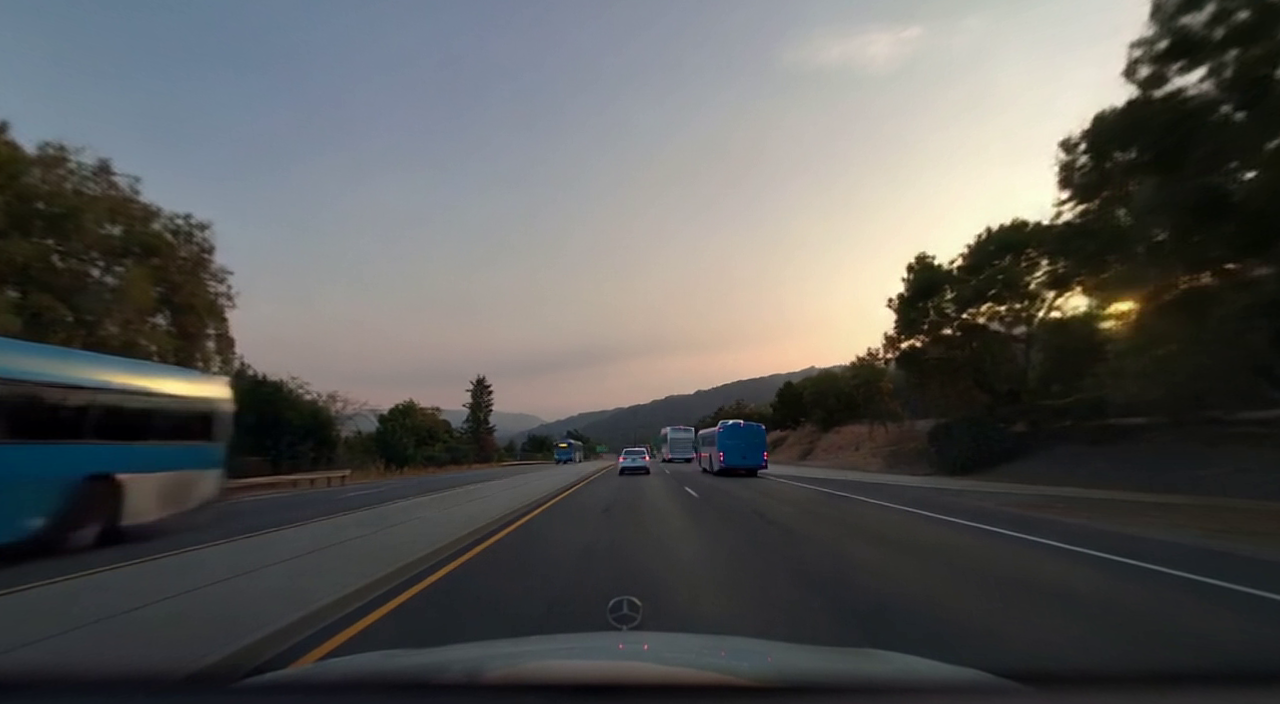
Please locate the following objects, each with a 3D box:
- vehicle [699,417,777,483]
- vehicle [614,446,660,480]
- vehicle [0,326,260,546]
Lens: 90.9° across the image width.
[{"bbox_3d":[4.134,4.325,27.829,2.440,2.555,5.957,0,-9,-1],"label":"vehicle"},{"bbox_3d":[-0.158,5.119,29.354,2.004,1.449,3.817,0,-9,-1],"label":"vehicle"},{"bbox_3d":[-13.478,1.668,12.356,3.170,4.049,14.238,0,-9,0],"label":"vehicle"}]
